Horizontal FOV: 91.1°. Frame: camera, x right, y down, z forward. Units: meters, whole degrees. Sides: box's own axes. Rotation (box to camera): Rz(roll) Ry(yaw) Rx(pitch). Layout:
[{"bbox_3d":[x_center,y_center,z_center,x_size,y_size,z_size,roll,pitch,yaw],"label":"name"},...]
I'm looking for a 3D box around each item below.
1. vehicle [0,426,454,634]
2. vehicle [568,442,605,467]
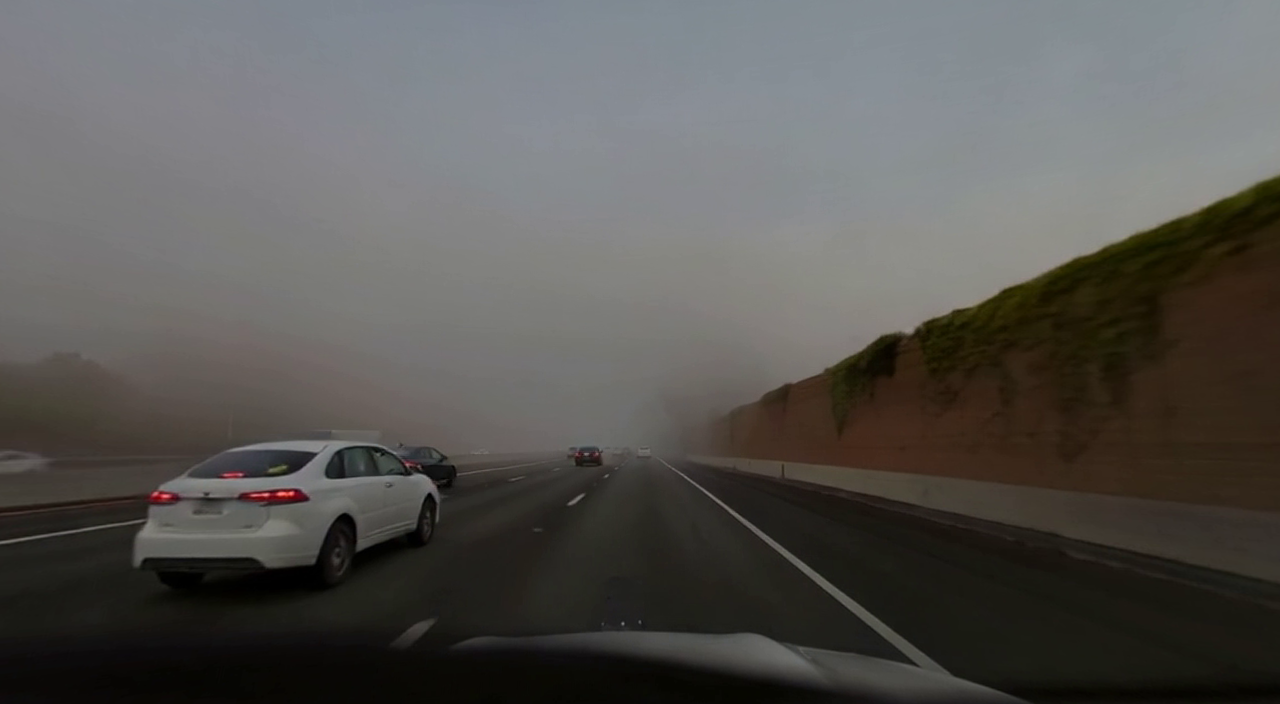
[{"bbox_3d":[-3.813,1.649,7.008,1.945,1.484,4.803,0,-8,1],"label":"vehicle"},{"bbox_3d":[-3.621,7.006,43.122,2.036,1.636,4.511,-1,-8,1],"label":"vehicle"}]
